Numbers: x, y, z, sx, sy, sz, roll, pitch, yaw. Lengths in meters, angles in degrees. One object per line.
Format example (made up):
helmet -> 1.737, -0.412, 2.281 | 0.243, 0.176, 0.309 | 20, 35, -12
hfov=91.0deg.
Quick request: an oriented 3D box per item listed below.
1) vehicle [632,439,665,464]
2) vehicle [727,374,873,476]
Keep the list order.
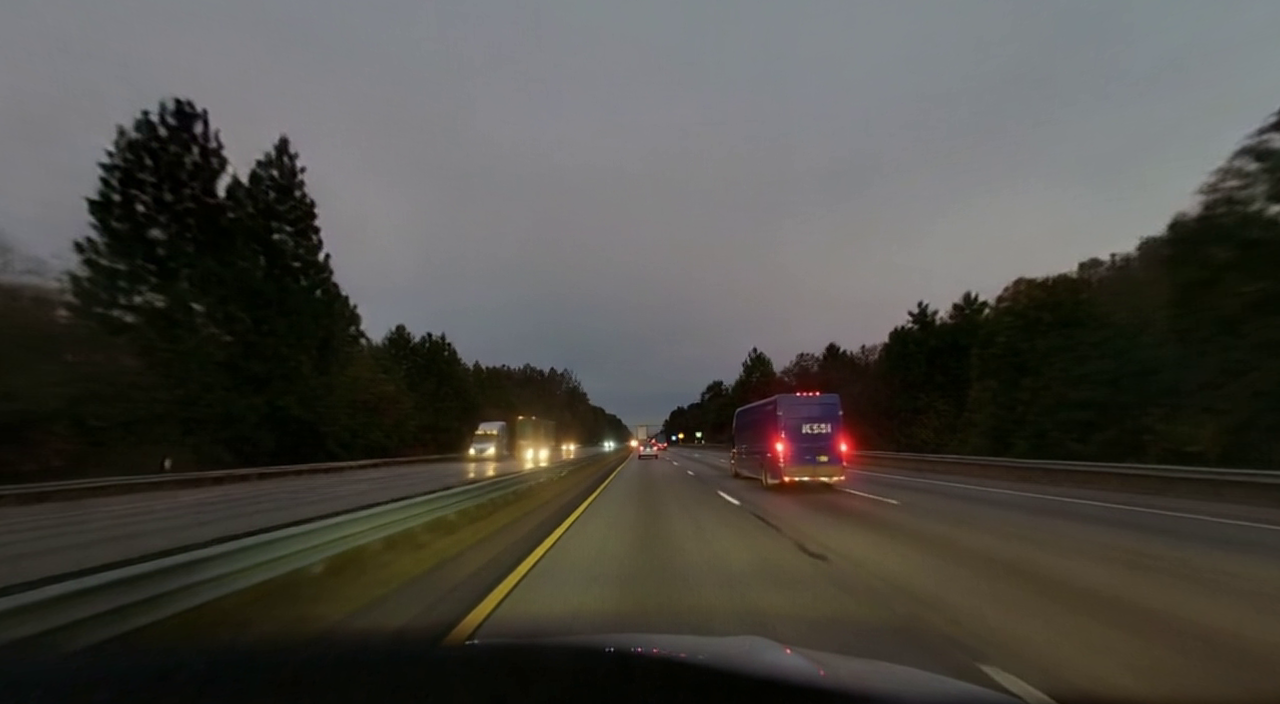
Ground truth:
vehicle -> 0.619, 6.780, 42.848 | 2.121, 1.590, 4.434 | 0, -8, 1
vehicle -> 7.722, 4.214, 34.316 | 3.479, 4.156, 17.231 | 0, -8, 0
